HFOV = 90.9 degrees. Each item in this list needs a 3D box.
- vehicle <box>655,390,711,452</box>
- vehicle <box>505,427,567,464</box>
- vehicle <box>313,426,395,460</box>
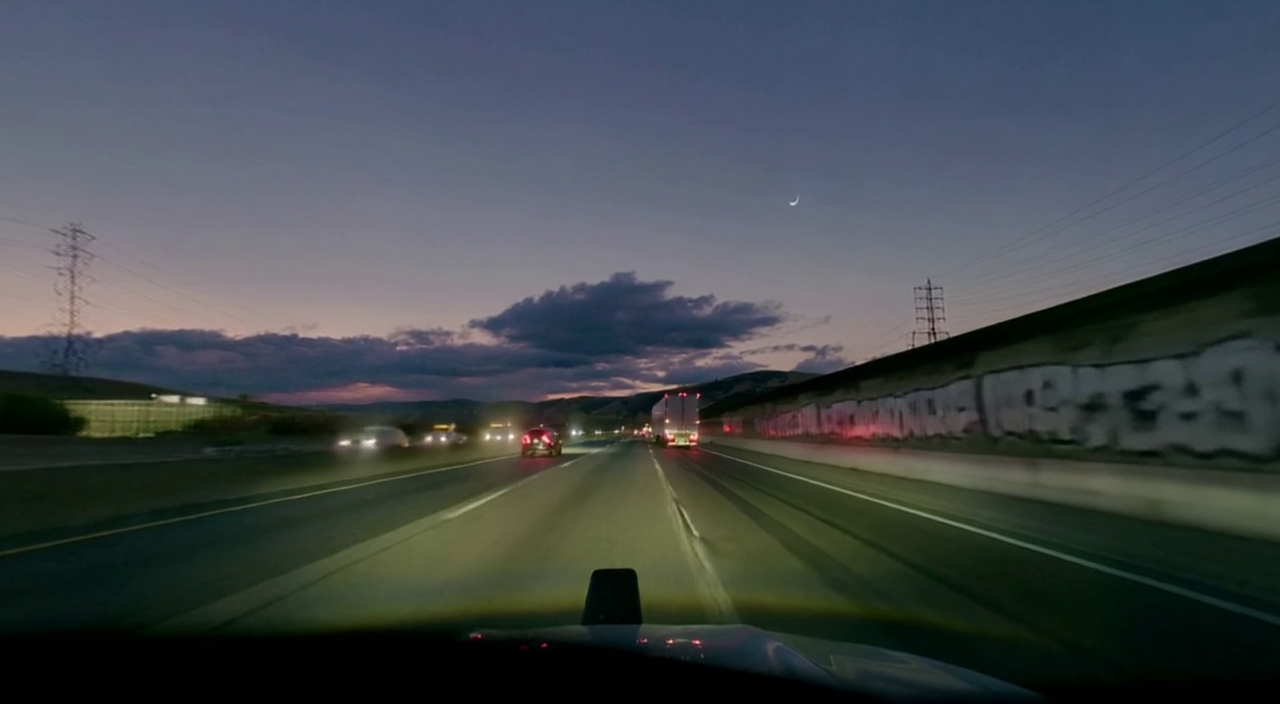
[{"bbox_3d":[2.807,5.014,44.839,3.060,3.842,11.095,0,-8,-1],"label":"vehicle"},{"bbox_3d":[-4.517,4.134,28.065,1.965,1.486,4.448,0,-8,0],"label":"vehicle"},{"bbox_3d":[-16.180,5.181,36.028,2.118,1.765,5.524,0,-8,0],"label":"vehicle"}]
